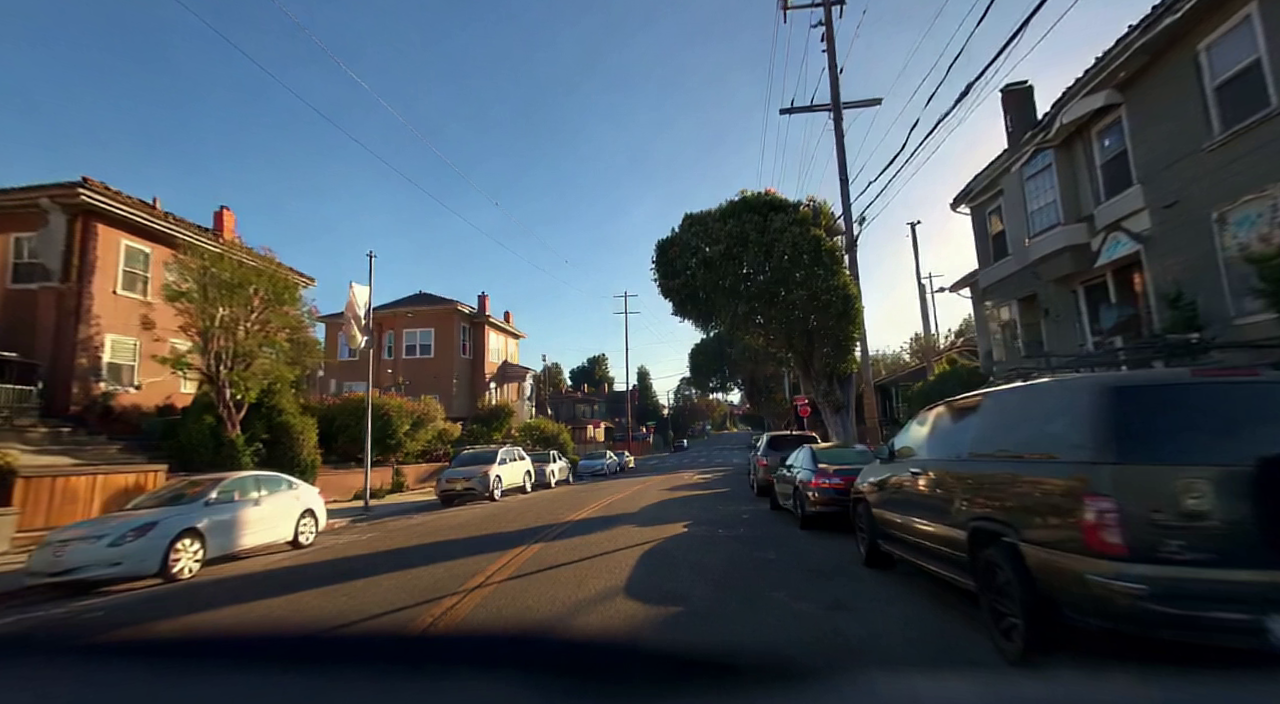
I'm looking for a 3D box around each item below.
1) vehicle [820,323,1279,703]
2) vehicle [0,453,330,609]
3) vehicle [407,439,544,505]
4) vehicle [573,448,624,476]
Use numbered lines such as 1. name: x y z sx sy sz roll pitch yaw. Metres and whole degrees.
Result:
1. vehicle: 3.087 1.127 4.886 2.161 1.813 4.910 -1 -8 3
2. vehicle: -7.317 2.465 9.812 2.086 1.706 4.649 -2 -8 9
3. vehicle: -5.385 4.014 21.851 2.359 1.947 5.833 -2 -8 9
4. vehicle: -2.347 6.414 37.040 2.098 1.454 4.449 -2 -8 8
